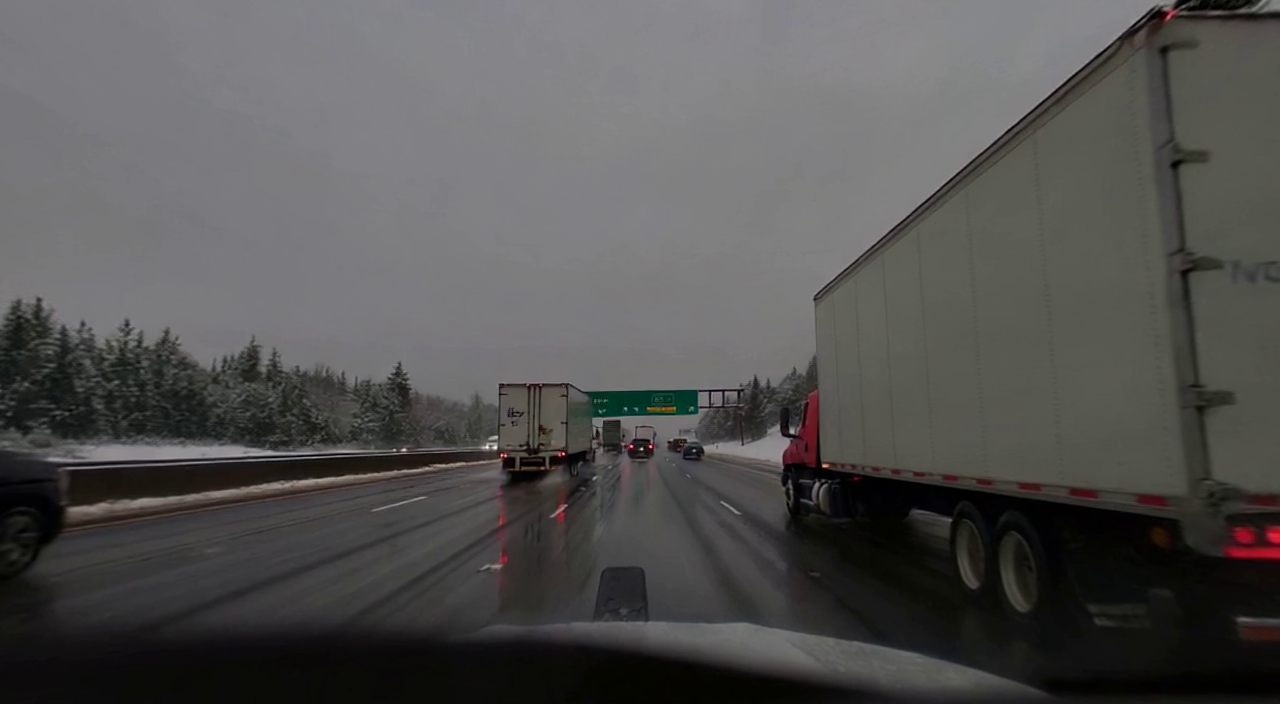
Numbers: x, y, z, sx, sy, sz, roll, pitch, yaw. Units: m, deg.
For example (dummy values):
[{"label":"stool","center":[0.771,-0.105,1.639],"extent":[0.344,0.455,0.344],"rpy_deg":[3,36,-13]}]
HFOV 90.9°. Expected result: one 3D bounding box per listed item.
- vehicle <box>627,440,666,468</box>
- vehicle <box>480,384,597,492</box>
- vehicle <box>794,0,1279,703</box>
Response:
[{"label":"vehicle","center":[0.352,5.906,36.563],"extent":[2.105,1.502,4.068],"rpy_deg":[0,-8,0]},{"label":"vehicle","center":[-3.233,3.081,22.416],"extent":[2.745,3.156,7.608],"rpy_deg":[0,-8,1]},{"label":"vehicle","center":[4.028,0.498,6.574],"extent":[2.895,3.484,7.631],"rpy_deg":[0,-8,0]}]
